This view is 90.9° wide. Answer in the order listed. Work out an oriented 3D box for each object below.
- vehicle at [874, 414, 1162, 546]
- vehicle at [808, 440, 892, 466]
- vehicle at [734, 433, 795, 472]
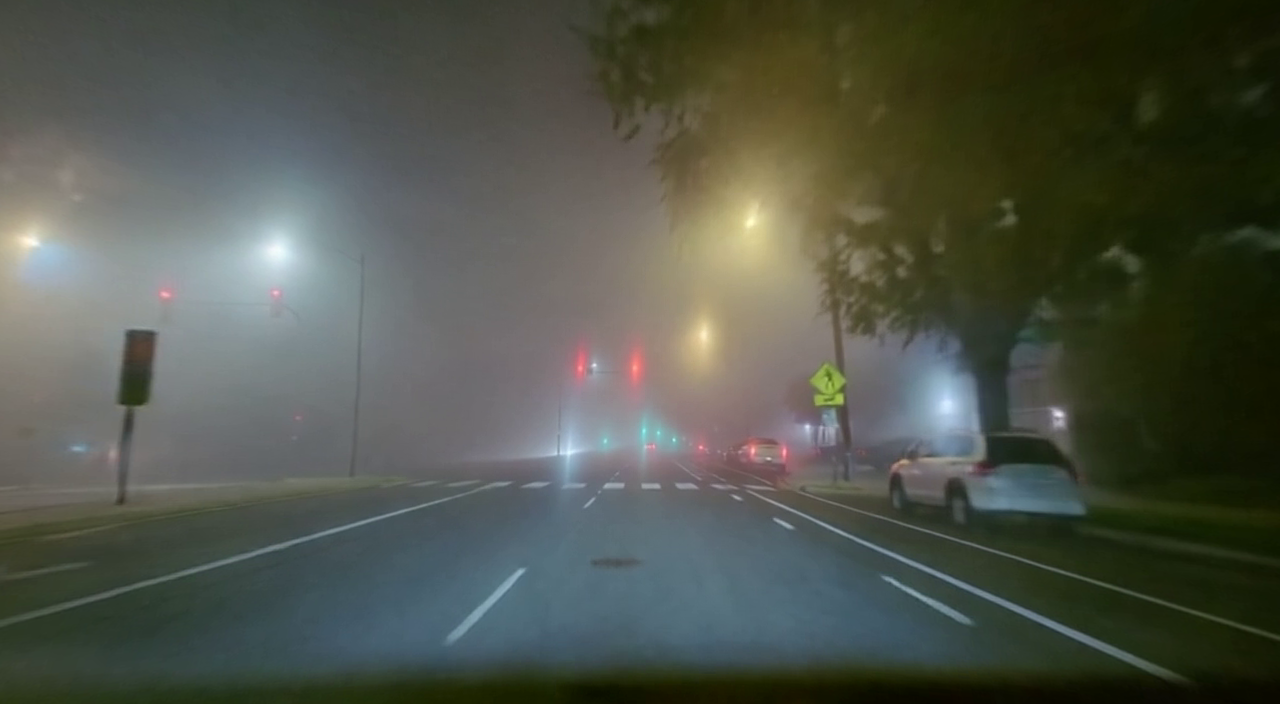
[{"bbox_3d":[6.041,2.103,11.015,2.094,1.766,4.792,0,-9,1],"label":"vehicle"},{"bbox_3d":[12.362,5.945,37.099,4.452,1.459,2.001,-4,-9,23],"label":"vehicle"},{"bbox_3d":[6.549,5.362,33.786,2.293,1.942,5.004,0,-9,1],"label":"vehicle"}]
